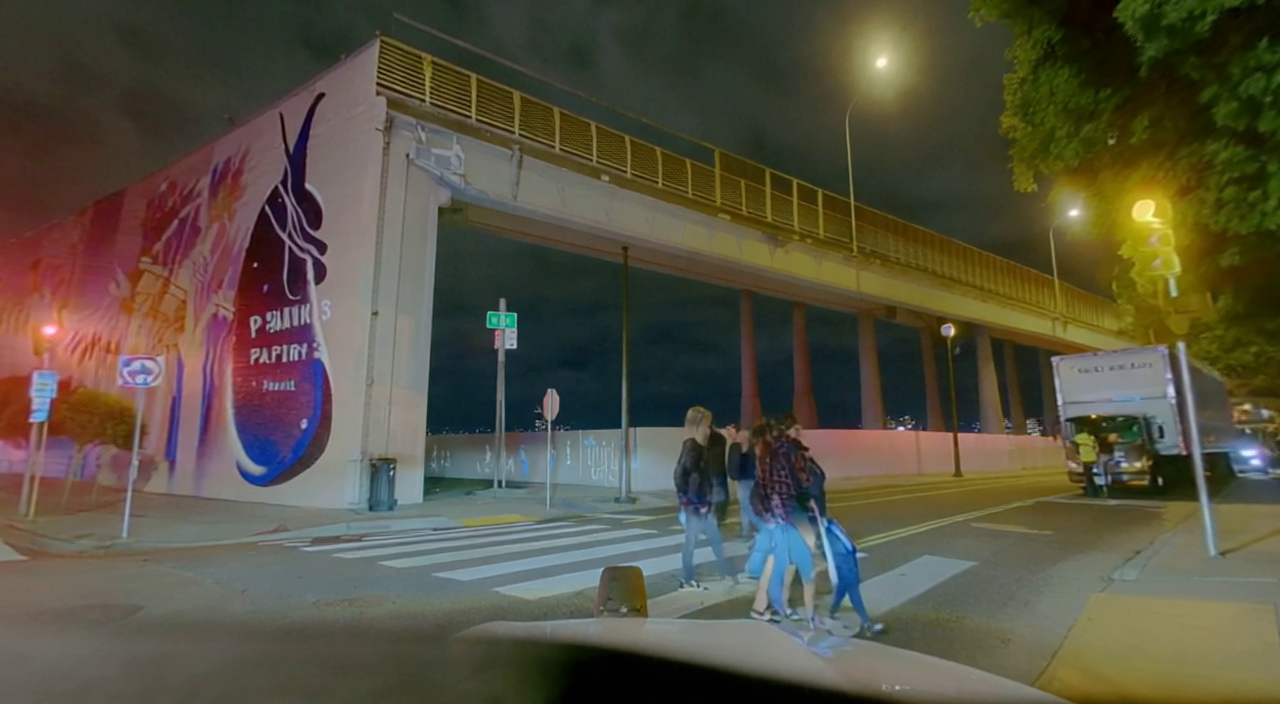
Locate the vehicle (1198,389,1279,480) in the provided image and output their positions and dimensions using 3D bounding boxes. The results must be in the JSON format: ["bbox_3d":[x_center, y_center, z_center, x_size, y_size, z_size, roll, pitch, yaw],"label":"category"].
[{"bbox_3d":[32.739,4.437,33.445,12.015,4.103,2.920,7,-11,-42],"label":"vehicle"}]

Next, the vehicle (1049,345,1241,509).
[{"bbox_3d":[15.741,2.373,19.208,9.347,3.893,2.849,7,-11,-42],"label":"vehicle"}]
